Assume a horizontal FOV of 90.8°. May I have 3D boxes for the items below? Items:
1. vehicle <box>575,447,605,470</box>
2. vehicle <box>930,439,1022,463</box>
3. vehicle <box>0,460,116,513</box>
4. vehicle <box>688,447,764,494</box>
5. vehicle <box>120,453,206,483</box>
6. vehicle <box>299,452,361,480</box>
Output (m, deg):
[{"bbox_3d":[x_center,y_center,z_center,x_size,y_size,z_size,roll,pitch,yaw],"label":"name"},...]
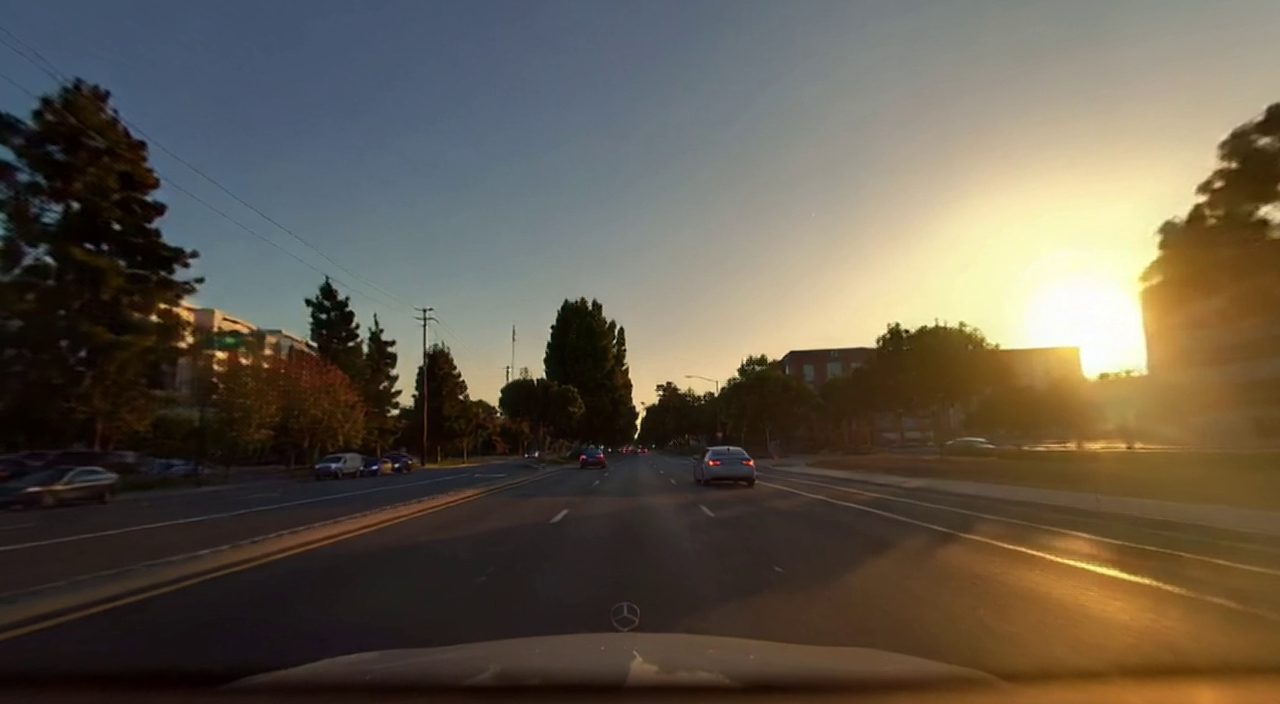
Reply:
[{"bbox_3d":[-3.680,7.971,47.353,1.935,1.617,4.045,0,-8,0],"label":"vehicle"},{"bbox_3d":[21.715,6.431,40.967,4.748,1.451,2.089,0,-9,-2],"label":"vehicle"},{"bbox_3d":[-22.377,4.889,23.367,1.926,1.681,4.601,-1,-8,1],"label":"vehicle"},{"bbox_3d":[2.926,4.125,22.448,1.966,1.449,4.290,0,-9,-2],"label":"vehicle"},{"bbox_3d":[-29.949,7.250,39.719,3.855,1.693,1.875,-2,-8,1],"label":"vehicle"},{"bbox_3d":[-22.518,8.289,46.121,2.139,1.833,4.686,0,-8,0],"label":"vehicle"}]
